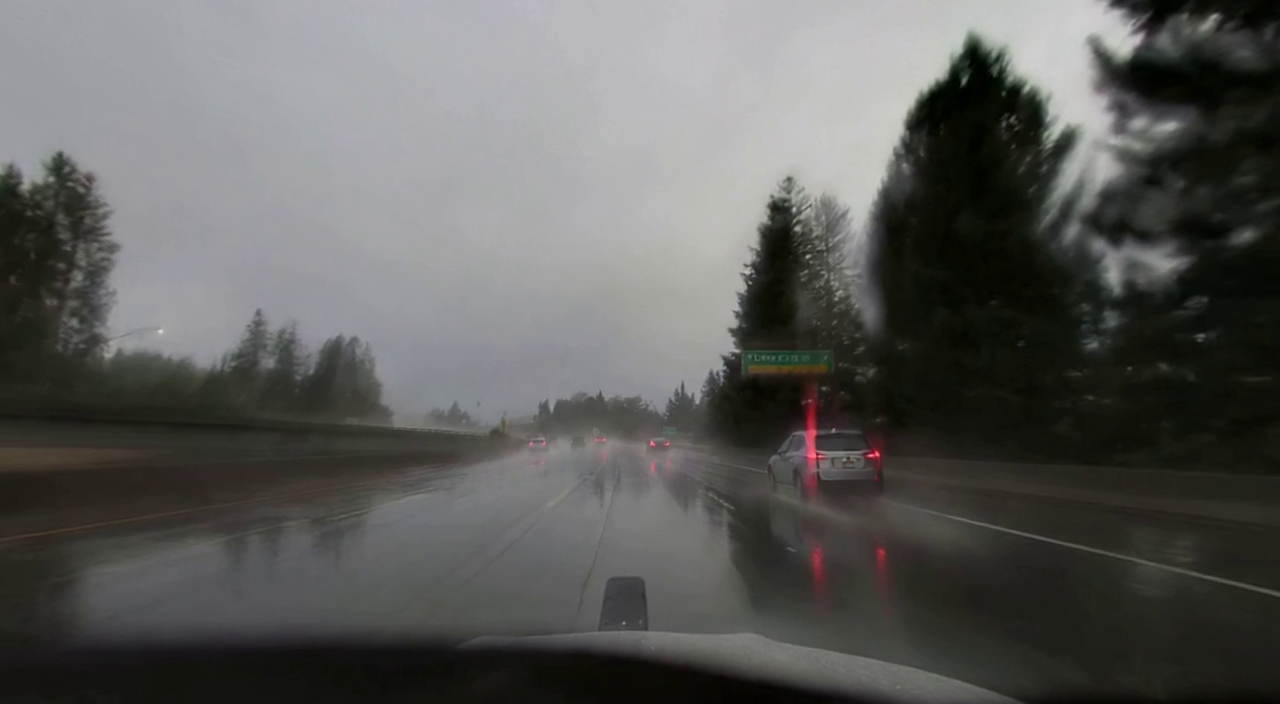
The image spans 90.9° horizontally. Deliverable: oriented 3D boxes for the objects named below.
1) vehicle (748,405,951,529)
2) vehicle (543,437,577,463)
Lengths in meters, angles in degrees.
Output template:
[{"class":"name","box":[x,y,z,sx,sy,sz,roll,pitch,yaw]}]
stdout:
[{"class":"vehicle","box":[3.443,1.990,11.422,2.043,1.795,4.347,0,-8,-2]},{"class":"vehicle","box":[-5.441,6.711,43.341,2.064,1.645,4.286,1,-8,-4]}]
